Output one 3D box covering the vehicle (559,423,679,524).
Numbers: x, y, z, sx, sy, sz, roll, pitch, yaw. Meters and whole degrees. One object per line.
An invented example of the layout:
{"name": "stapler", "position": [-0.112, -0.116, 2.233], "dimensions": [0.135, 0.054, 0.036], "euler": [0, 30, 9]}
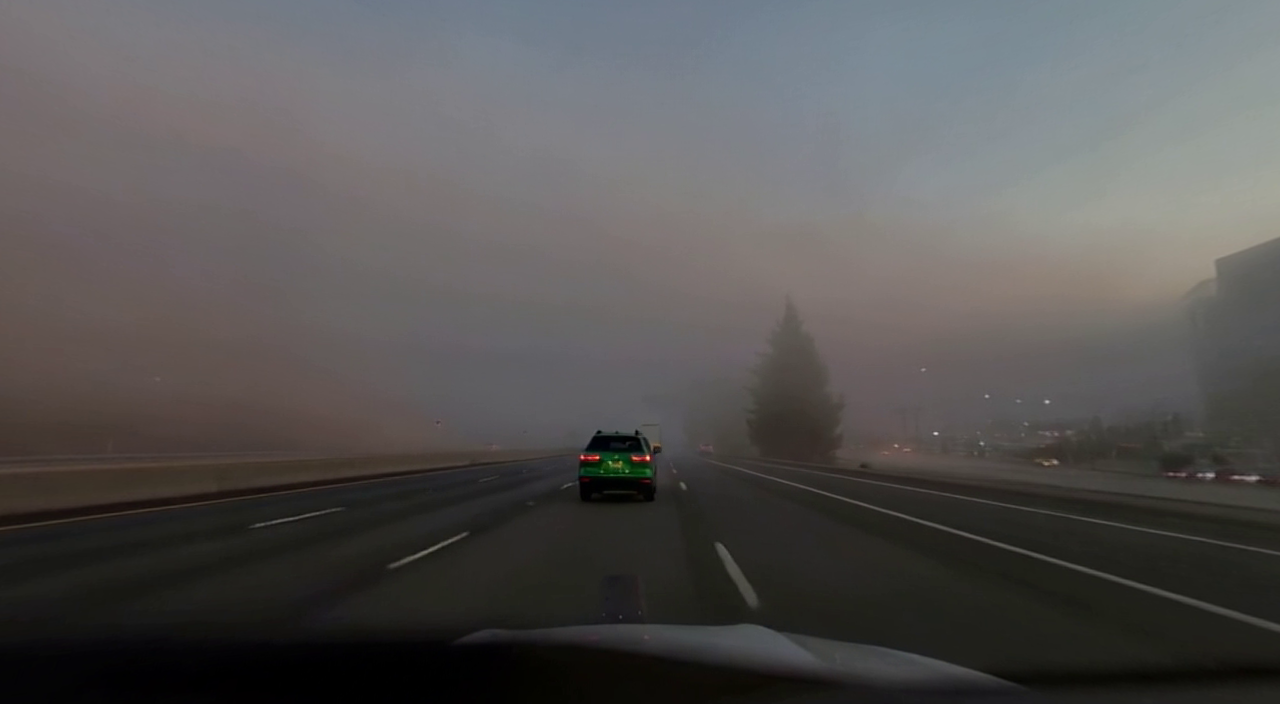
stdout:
{"name": "vehicle", "position": [-0.263, 2.475, 13.342], "dimensions": [2.111, 1.742, 4.315], "euler": [0, -9, 3]}
